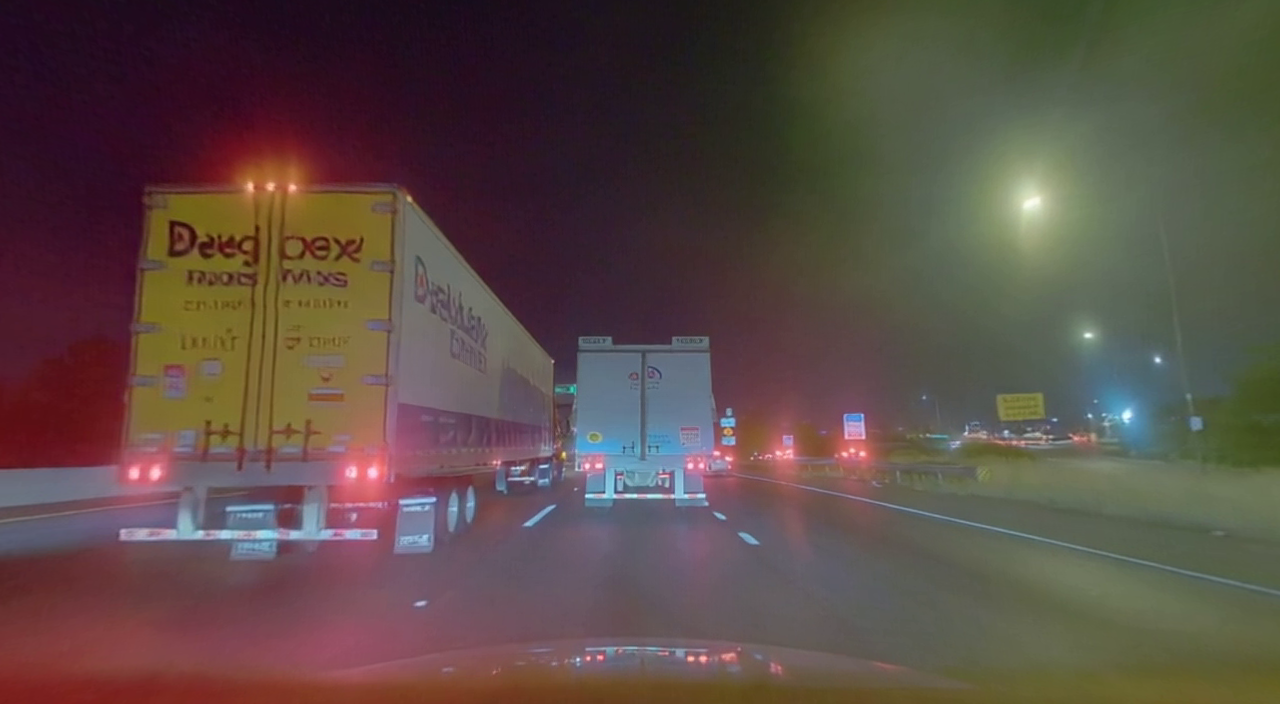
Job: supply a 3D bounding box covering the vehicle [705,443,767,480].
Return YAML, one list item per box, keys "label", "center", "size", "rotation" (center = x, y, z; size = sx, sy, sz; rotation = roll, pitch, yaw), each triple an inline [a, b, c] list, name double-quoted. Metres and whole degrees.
- label: "vehicle"
  center: [4.123, 4.760, 27.793]
  size: [2.010, 1.446, 4.579]
  rotation: [0, -9, 0]

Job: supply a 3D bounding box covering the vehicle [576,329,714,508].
- label: "vehicle"
  center: [0.055, 2.112, 18.434]
  size: [2.910, 3.828, 9.805]
  rotation: [0, -9, -1]

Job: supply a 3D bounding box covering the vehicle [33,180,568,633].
- label: "vehicle"
  center: [-3.855, 1.572, 13.643]
  size: [2.873, 4.107, 15.970]
  rotation: [0, -9, -1]
